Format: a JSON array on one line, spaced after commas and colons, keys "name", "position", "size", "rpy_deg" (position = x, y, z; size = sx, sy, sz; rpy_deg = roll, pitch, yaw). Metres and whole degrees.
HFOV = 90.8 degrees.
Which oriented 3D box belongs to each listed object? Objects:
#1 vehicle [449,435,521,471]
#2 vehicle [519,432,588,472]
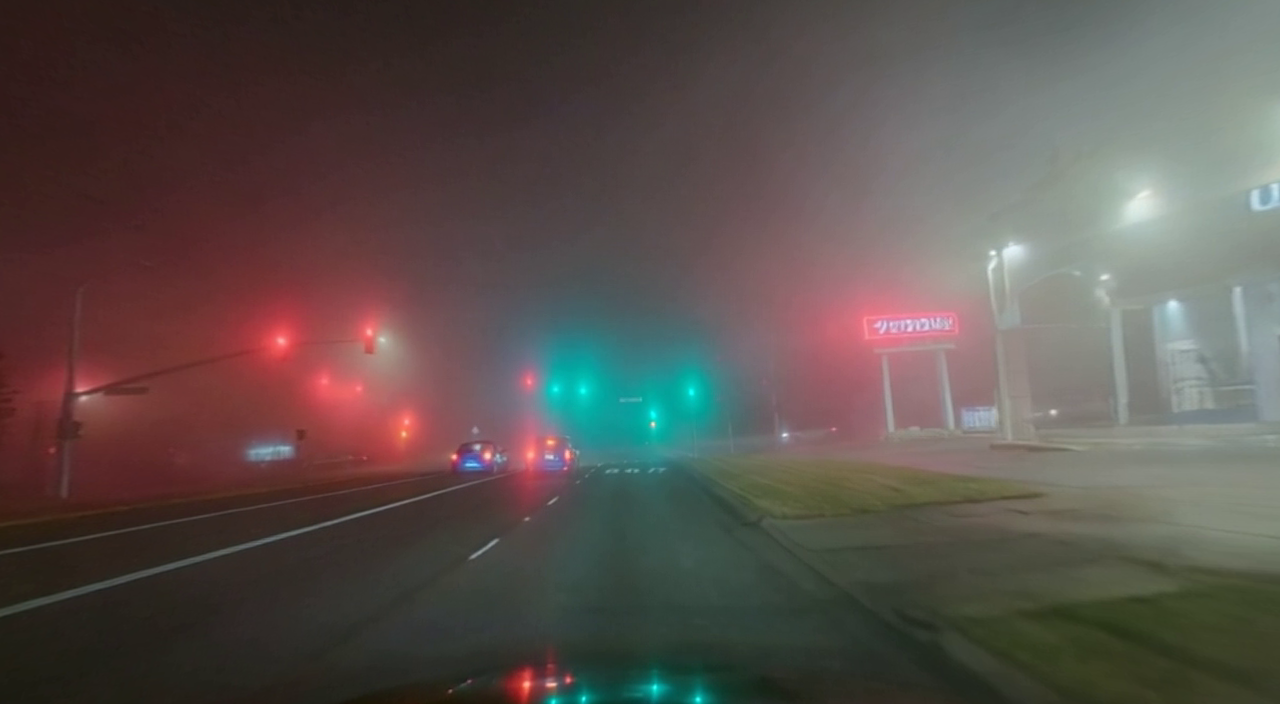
[{"name": "vehicle", "position": [-6.682, 4.411, 27.685], "size": [1.966, 1.439, 4.161], "rpy_deg": [0, -8, 2]}, {"name": "vehicle", "position": [-3.371, 4.031, 25.642], "size": [2.054, 1.449, 4.772], "rpy_deg": [0, -8, 1]}]
